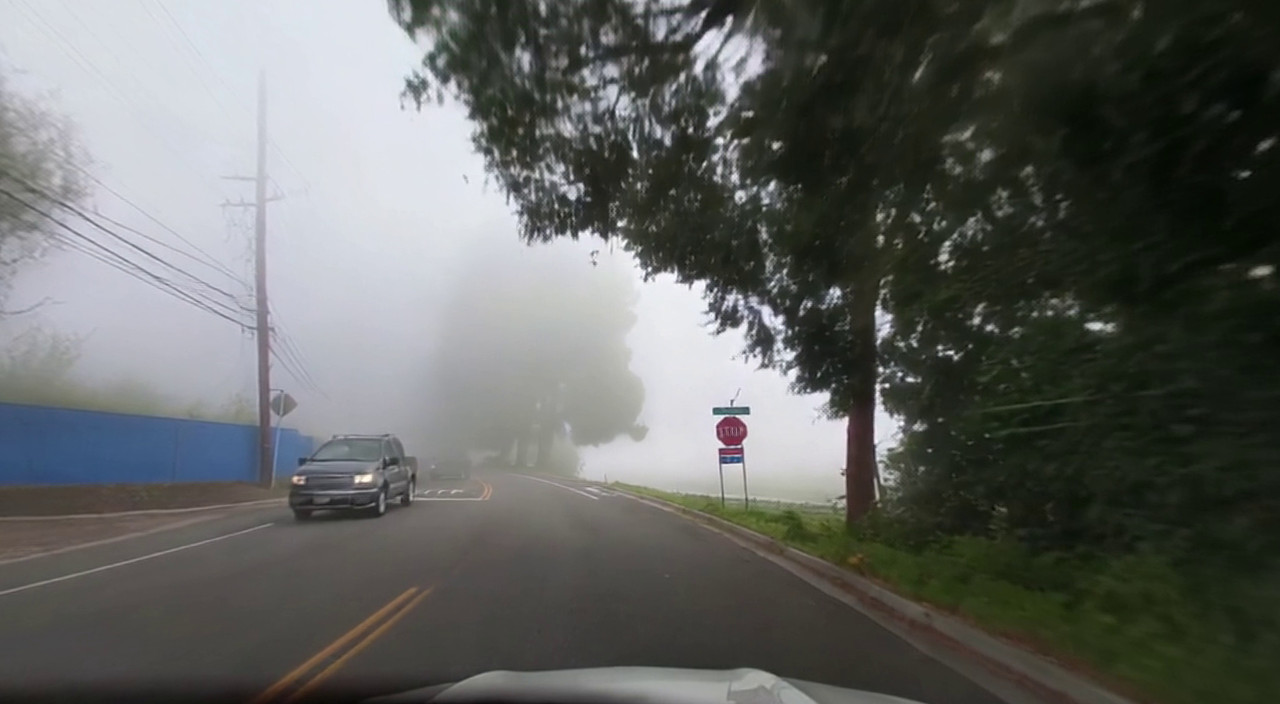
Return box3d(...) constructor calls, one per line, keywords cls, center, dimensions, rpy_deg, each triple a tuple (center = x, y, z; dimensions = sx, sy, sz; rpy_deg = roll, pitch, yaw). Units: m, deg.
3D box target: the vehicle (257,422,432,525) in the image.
box3d(cls="vehicle", center=(-6.237, 2.594, 13.994), dimensions=(2.185, 1.901, 4.177), rpy_deg=(1, -9, -6))
